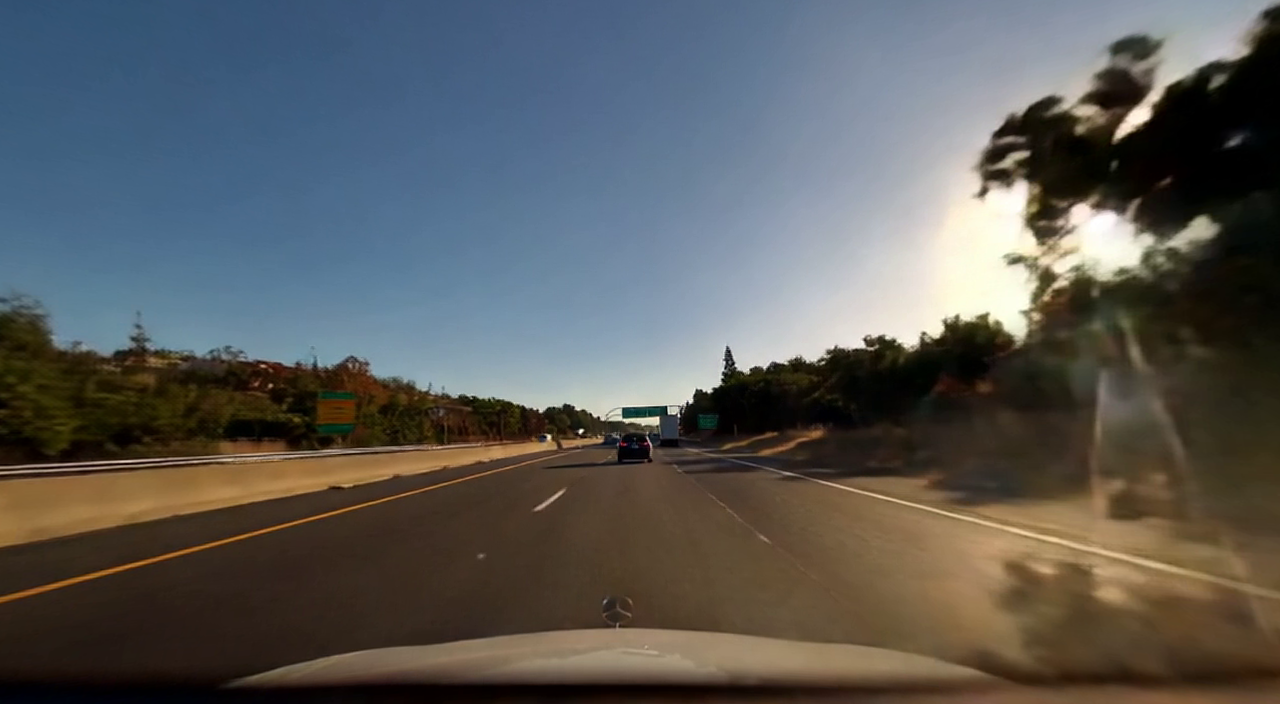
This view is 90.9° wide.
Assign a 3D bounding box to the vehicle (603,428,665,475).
[{"bbox_3d":[-0.225,3.634,23.239,2.094,1.600,3.666,0,-8,-1],"label":"vehicle"}]
